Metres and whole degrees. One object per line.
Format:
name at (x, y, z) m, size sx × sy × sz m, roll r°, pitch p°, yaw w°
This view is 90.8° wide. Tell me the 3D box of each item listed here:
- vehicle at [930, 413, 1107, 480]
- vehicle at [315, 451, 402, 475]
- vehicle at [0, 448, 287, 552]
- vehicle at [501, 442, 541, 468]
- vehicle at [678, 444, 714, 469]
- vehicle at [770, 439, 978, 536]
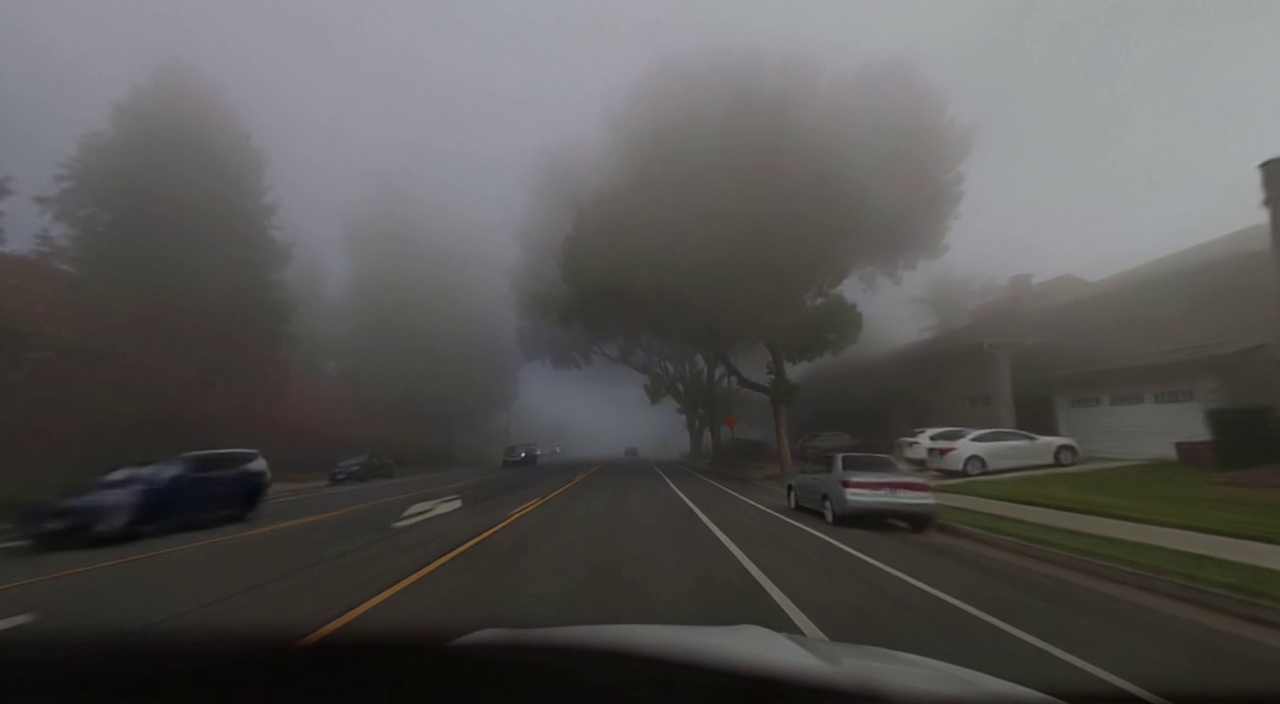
vehicle at (11.190, 2.818, 18.901) m, size 3.999 × 1.599 × 1.819 m, roll -5°, pitch -8°, yaw 0°
vehicle at (-18.833, 7.432, 42.459) m, size 4.880 × 1.500 × 1.965 m, roll 0°, pitch -8°, yaw -2°
vehicle at (-8.735, 2.548, 11.680) m, size 1.871 × 1.484 × 4.383 m, roll 0°, pitch -8°, yaw 0°
vehicle at (-8.658, 7.514, 46.384) m, size 2.041 × 1.760 × 4.522 m, roll -1°, pitch -8°, yaw 1°
vehicle at (3.663, 6.920, 42.084) m, size 1.991 × 1.500 × 4.562 m, roll 0°, pitch -8°, yaw -1°
vehicle at (4.035, 2.391, 11.934) m, size 1.946 × 1.431 × 4.695 m, roll 0°, pitch -8°, yaw -3°
